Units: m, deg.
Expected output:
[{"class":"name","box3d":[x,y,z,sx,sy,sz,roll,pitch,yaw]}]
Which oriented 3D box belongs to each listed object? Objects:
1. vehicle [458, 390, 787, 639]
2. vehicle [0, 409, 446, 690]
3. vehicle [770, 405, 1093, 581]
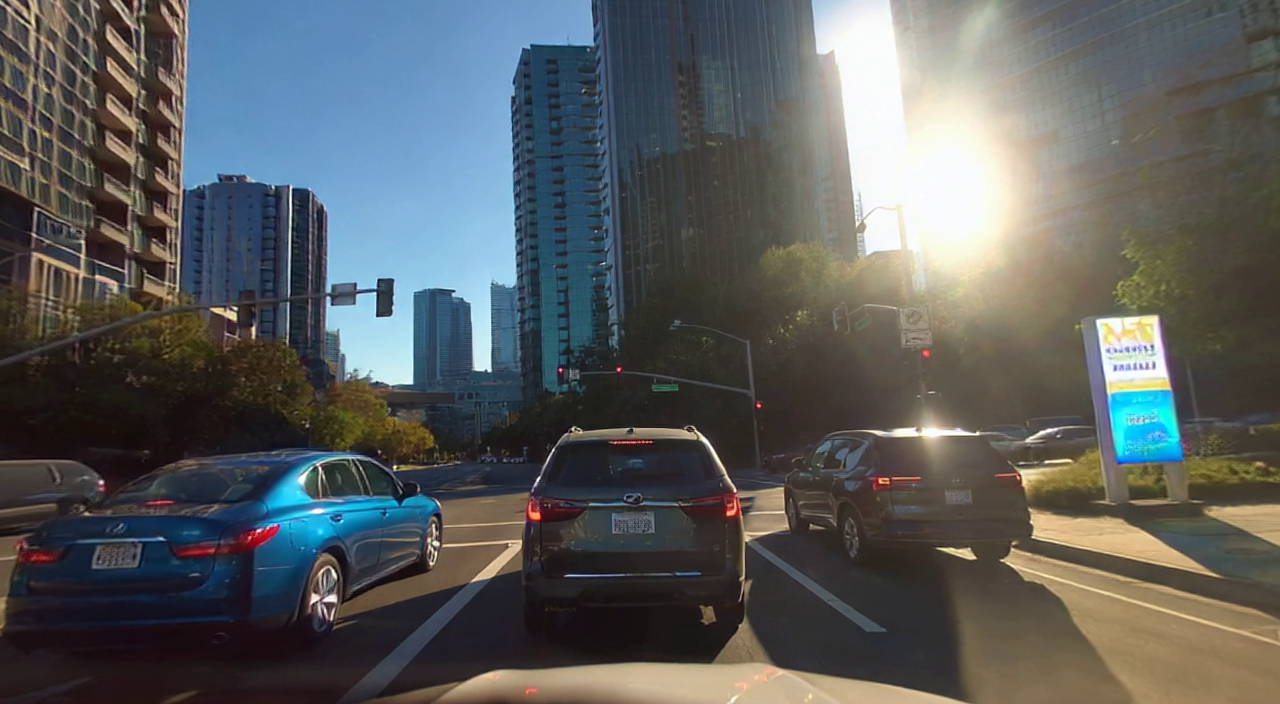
[{"class":"vehicle","box3d":[-0.132,1.408,6.439,2.195,1.662,4.262,0,-8,-1]},{"class":"vehicle","box3d":[-3.551,1.420,5.819,1.906,1.524,4.547,0,-8,2]},{"class":"vehicle","box3d":[3.218,1.662,8.262,2.004,1.646,4.554,0,-8,0]}]
